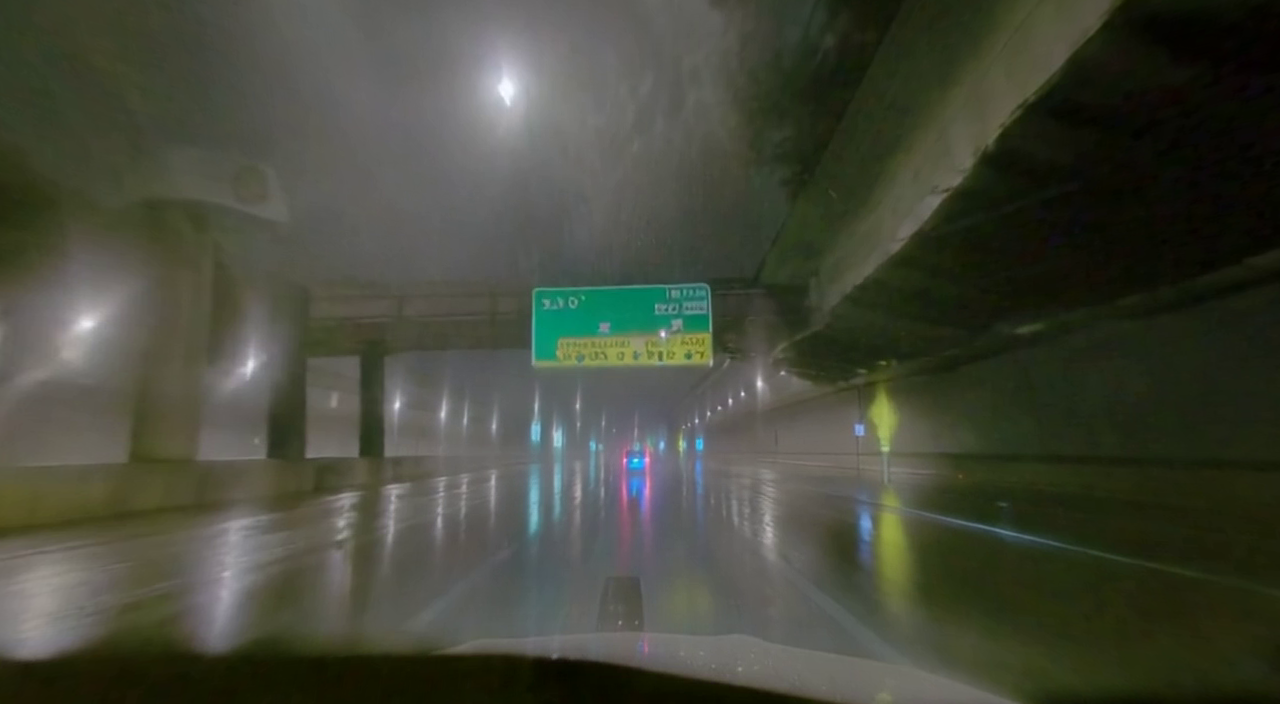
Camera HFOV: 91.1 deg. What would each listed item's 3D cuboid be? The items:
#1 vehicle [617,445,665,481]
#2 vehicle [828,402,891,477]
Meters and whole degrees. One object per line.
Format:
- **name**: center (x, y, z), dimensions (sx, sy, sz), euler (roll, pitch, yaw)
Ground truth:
- **vehicle**: center (-0.025, 5.029, 28.801), dimensions (2.055, 1.501, 4.321), euler (0, -9, -2)
- **vehicle**: center (11.157, 4.509, 32.244), dimensions (2.135, 3.652, 2.845), euler (-1, -9, 2)
